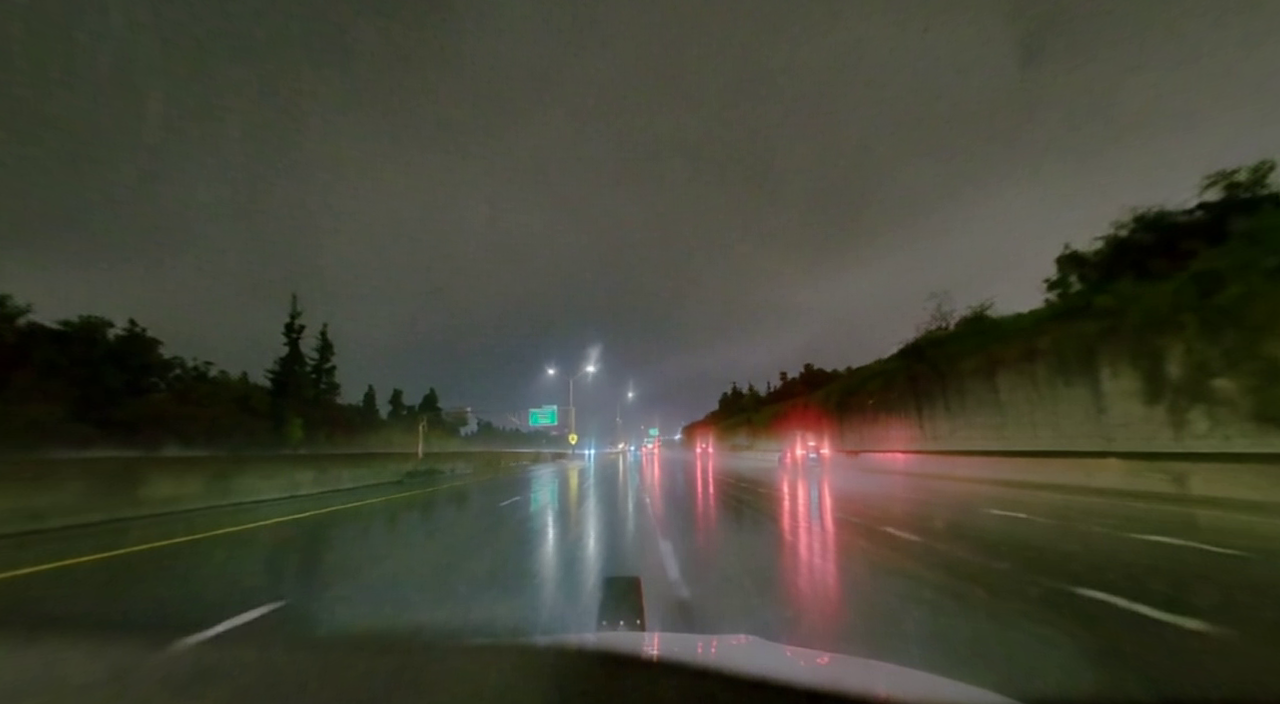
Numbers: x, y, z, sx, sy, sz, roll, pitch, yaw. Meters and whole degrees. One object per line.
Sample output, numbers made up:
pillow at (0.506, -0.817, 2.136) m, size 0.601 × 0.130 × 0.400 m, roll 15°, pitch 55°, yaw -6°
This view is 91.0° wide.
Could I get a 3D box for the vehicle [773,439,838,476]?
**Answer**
vehicle at (8.603, 5.537, 33.217) m, size 2.167 × 1.781 × 4.340 m, roll 0°, pitch -9°, yaw -1°
